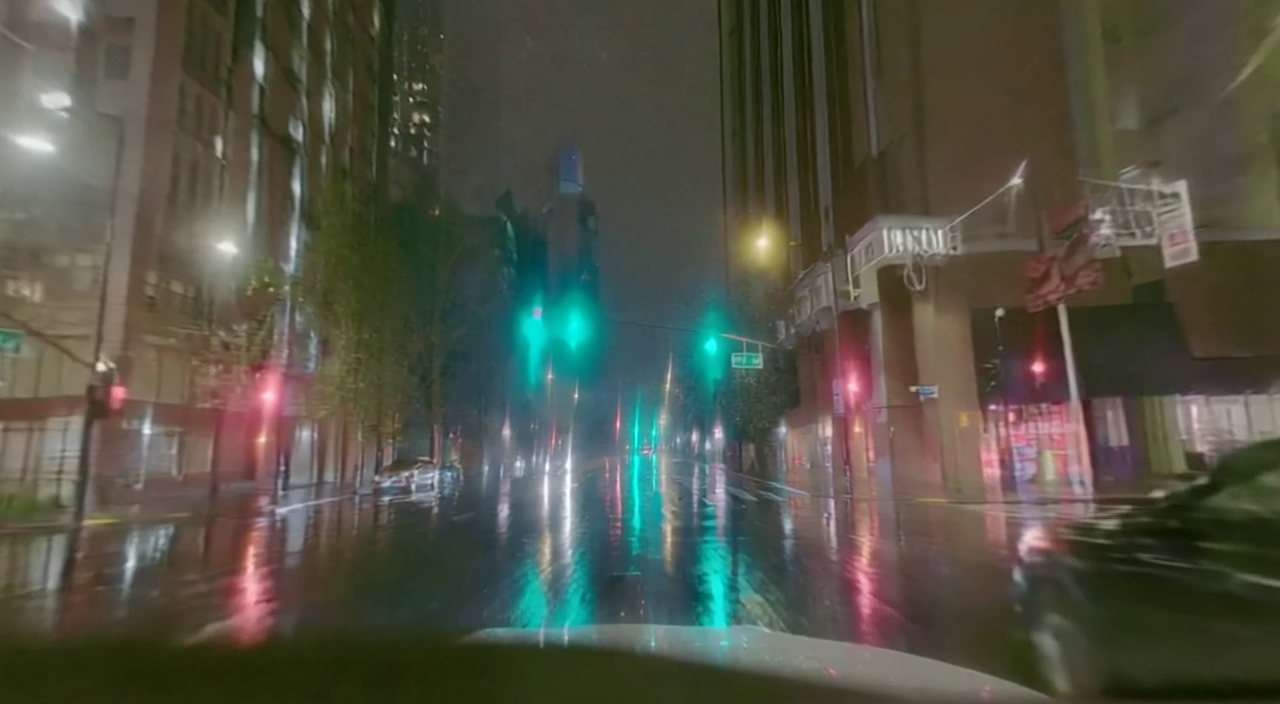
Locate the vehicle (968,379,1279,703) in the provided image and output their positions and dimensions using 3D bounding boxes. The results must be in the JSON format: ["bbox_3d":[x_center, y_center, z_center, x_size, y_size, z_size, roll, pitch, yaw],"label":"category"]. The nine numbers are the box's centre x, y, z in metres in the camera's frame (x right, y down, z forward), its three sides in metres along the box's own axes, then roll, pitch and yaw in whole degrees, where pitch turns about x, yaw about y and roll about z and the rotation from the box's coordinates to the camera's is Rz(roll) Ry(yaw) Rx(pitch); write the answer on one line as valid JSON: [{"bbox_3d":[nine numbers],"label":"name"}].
[{"bbox_3d":[3.157,0.814,1.773,2.080,1.524,4.348,0,-9,0],"label":"vehicle"}]

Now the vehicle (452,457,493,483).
[{"bbox_3d":[-12.095,8.534,45.497,1.867,1.583,4.108,-1,-8,0],"label":"vehicle"}]

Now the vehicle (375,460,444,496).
[{"bbox_3d":[-12.145,6.630,33.378,1.910,1.511,4.565,-1,-7,0],"label":"vehicle"}]
